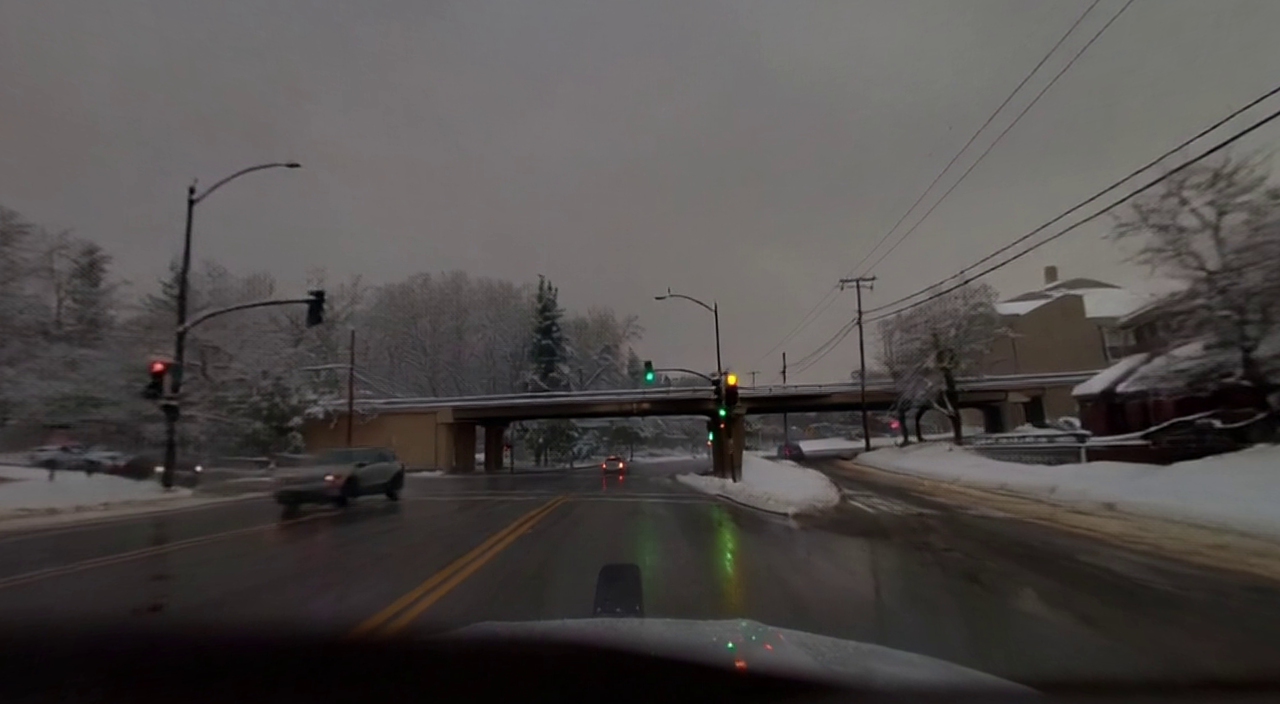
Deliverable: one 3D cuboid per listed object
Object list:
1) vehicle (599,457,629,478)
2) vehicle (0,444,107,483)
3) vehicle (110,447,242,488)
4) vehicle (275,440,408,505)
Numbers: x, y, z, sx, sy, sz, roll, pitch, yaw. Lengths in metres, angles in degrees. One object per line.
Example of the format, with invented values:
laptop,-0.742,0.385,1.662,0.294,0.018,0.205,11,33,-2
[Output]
vehicle,-1.986,9.055,49.680,1.997,1.542,4.202,-1,-8,3
vehicle,-28.486,5.326,30.505,4.598,1.765,1.955,-3,-9,19
vehicle,-19.494,4.833,26.717,3.877,1.623,2.049,1,-9,-8
vehicle,-8.484,3.433,18.429,1.886,1.654,4.037,0,-8,0
